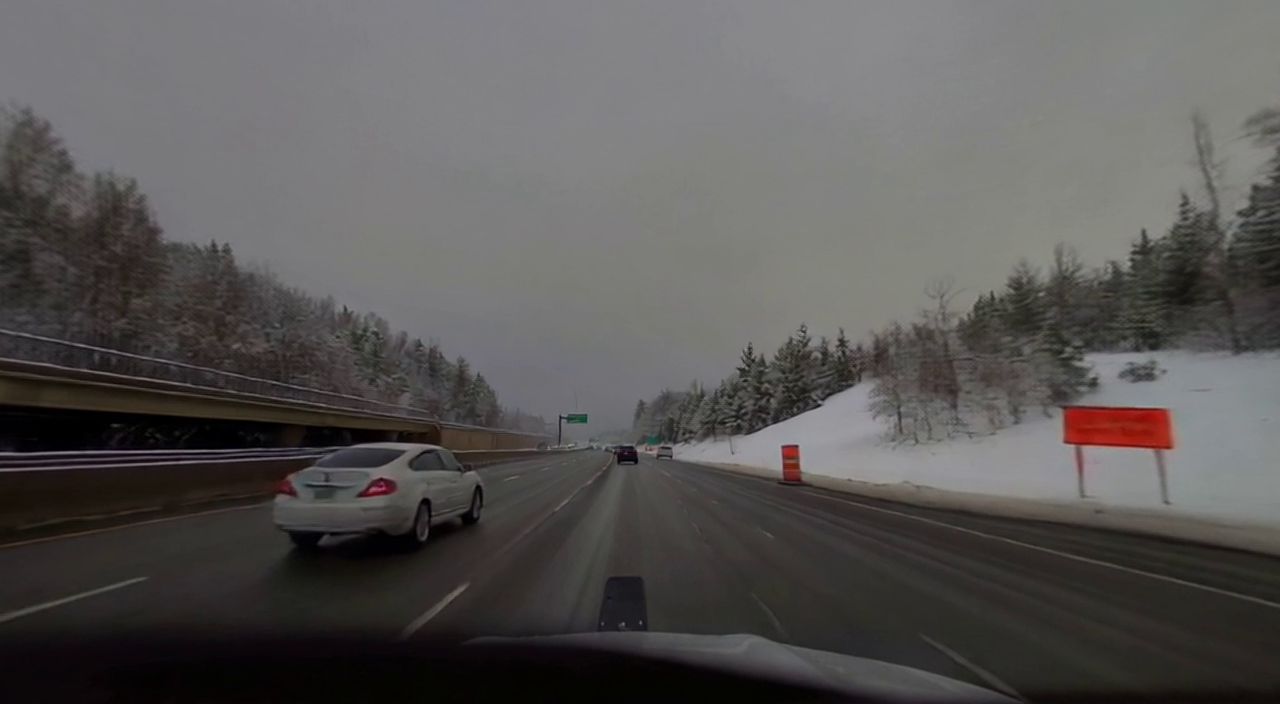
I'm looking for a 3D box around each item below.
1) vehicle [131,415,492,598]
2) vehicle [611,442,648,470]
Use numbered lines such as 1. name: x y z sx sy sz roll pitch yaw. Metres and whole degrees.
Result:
1. vehicle: -3.572 1.764 8.201 2.114 1.650 4.730 0 -8 0
2. vehicle: -0.760 7.011 42.771 2.328 1.805 4.502 0 -8 -2
